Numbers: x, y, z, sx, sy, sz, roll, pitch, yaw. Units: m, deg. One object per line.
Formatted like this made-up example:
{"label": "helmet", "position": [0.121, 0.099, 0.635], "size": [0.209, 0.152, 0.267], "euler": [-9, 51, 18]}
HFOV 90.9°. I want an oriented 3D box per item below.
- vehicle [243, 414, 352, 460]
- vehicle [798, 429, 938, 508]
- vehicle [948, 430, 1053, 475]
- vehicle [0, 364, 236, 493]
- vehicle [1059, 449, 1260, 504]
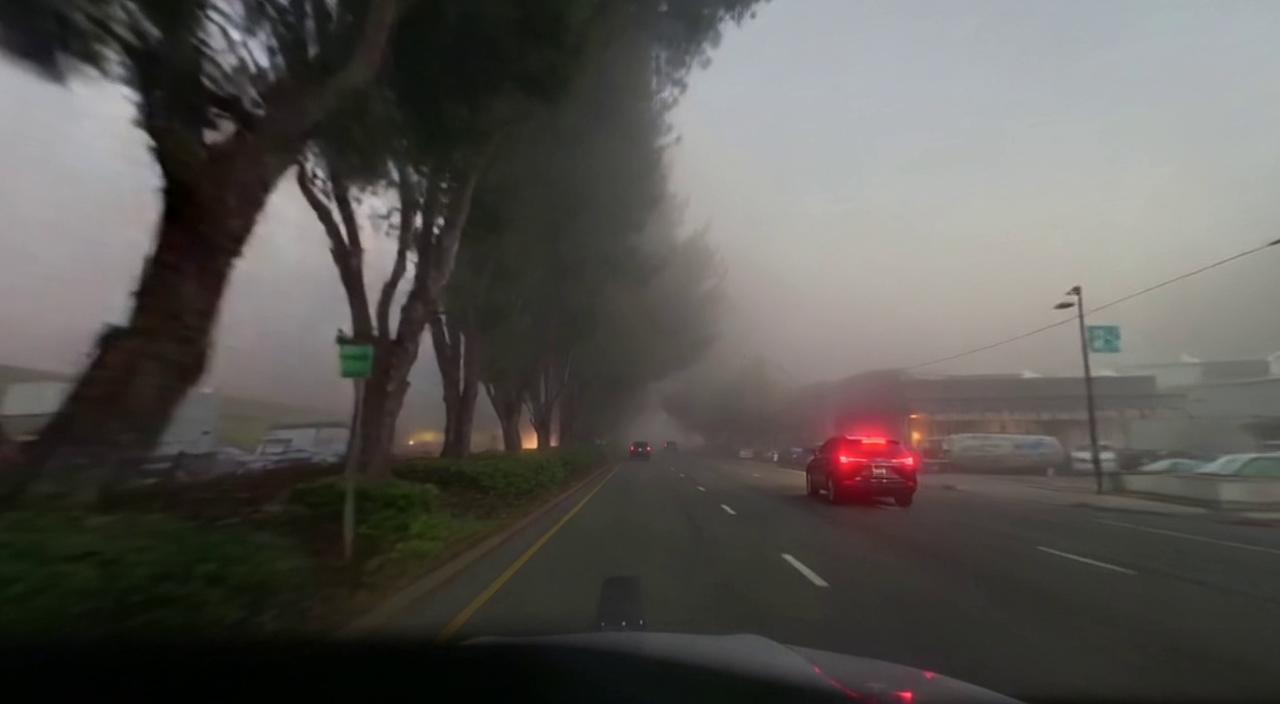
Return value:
{"label": "vehicle", "position": [-25.805, 6.439, 47.797], "size": [6.540, 3.375, 2.751], "euler": [0, -8, 0]}
{"label": "vehicle", "position": [5.340, 2.762, 15.392], "size": [2.072, 1.669, 3.836], "euler": [0, -8, 2]}
{"label": "vehicle", "position": [17.275, 4.775, 30.116], "size": [5.554, 1.937, 2.486], "euler": [7, -11, -40]}
{"label": "vehicle", "position": [-18.826, 2.812, 22.567], "size": [3.086, 3.767, 8.298], "euler": [0, -8, 0]}
{"label": "vehicle", "position": [17.185, 4.065, 21.095], "size": [1.924, 1.561, 4.849], "euler": [8, -11, -42]}
